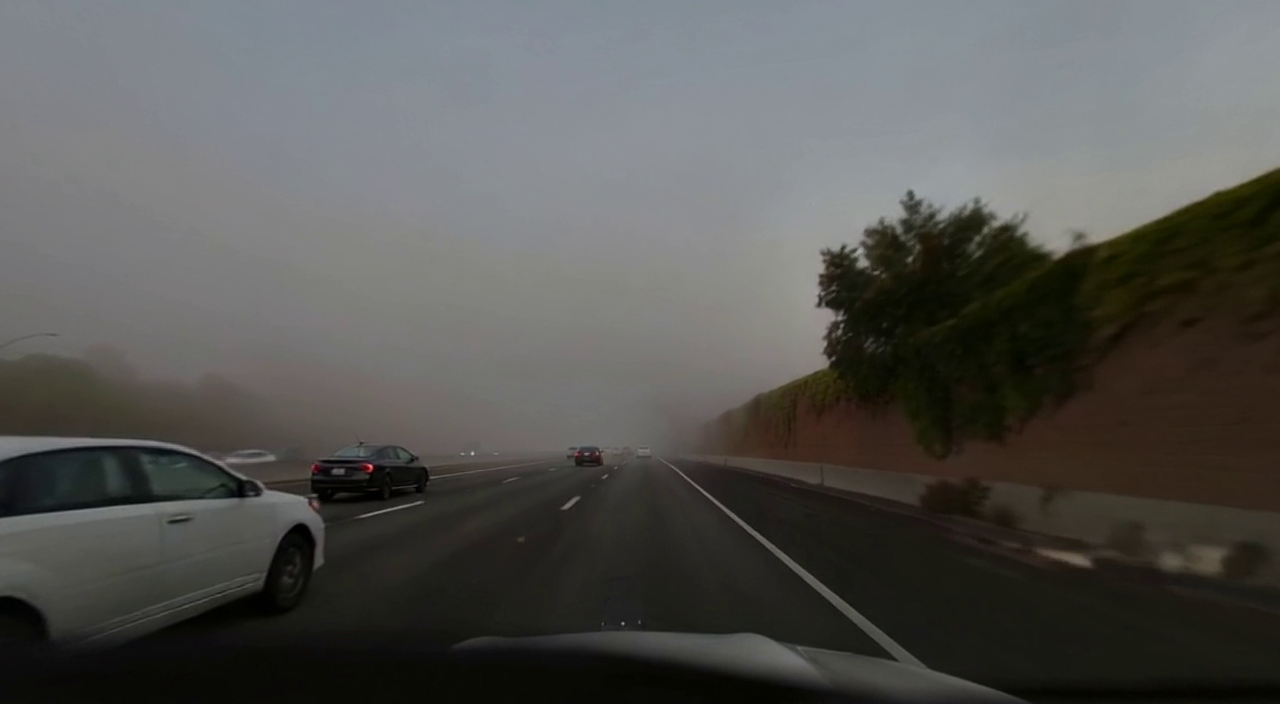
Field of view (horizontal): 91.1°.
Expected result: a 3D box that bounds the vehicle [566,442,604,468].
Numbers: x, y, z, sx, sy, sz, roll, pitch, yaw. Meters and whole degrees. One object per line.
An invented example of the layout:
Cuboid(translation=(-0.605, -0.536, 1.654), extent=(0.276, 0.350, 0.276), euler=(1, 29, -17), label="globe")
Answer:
Cuboid(translation=(-3.592, 6.863, 41.999), extent=(2.036, 1.636, 4.511), euler=(0, -8, 1), label="vehicle")

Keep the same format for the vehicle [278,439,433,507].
Cuboid(translation=(-7.050, 3.021, 16.143), extent=(1.942, 1.502, 4.216), euler=(0, -8, 1), label="vehicle")

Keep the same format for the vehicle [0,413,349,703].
Cuboid(translation=(-3.756, 1.134, 3.501), extent=(1.945, 1.484, 4.803), euler=(0, -8, 0), label="vehicle")
